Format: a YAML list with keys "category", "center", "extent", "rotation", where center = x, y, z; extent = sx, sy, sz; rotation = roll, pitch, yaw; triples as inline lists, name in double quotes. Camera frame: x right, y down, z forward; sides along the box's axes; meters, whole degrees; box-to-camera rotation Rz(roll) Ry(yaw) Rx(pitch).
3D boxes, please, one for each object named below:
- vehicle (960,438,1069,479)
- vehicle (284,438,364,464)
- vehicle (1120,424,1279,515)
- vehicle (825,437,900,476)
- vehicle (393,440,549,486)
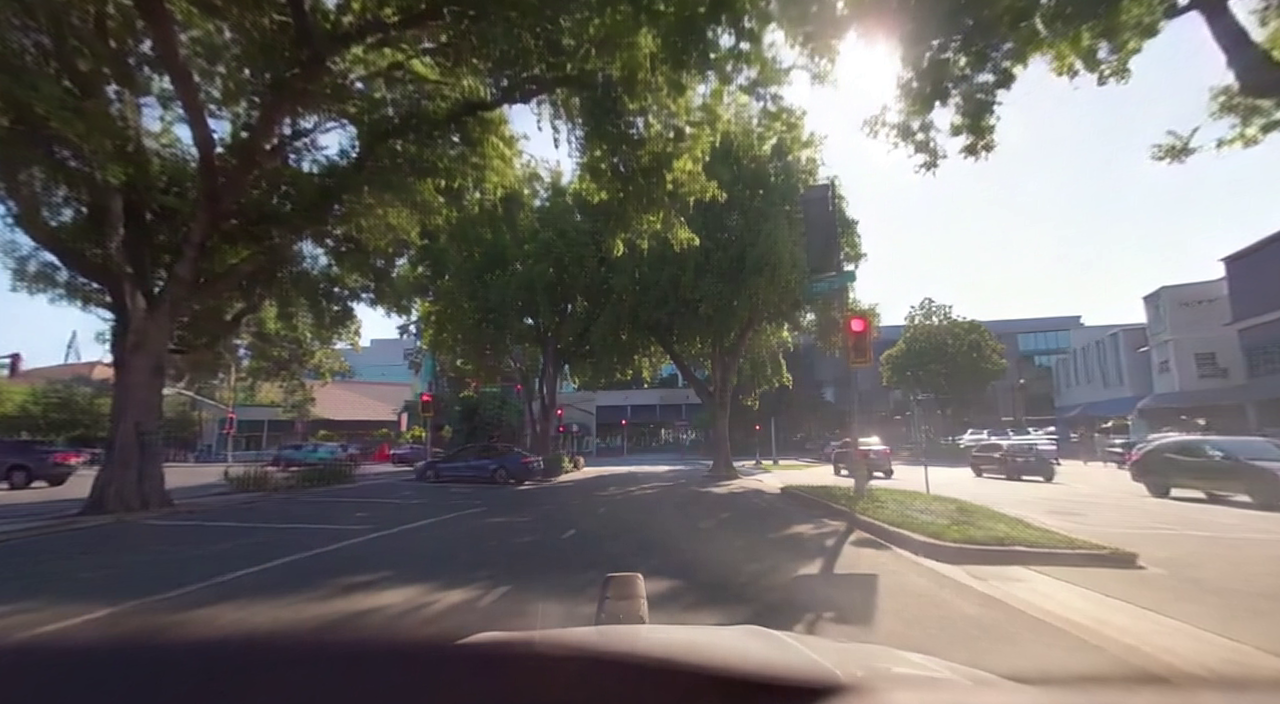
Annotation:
- category: "vehicle"
  center: [14.918, 4.242, 25.492]
  extent: [1.951, 1.491, 4.359]
  rotation: [-1, -8, 4]
- category: "vehicle"
  center: [-22.306, 7.017, 44.815]
  extent: [4.906, 1.784, 1.913]
  rotation: [3, -9, -23]
- category: "vehicle"
  center: [12.770, 2.458, 13.692]
  extent: [1.921, 1.657, 4.400]
  rotation: [-2, -9, 11]
- category: "vehicle"
  center: [9.473, 4.478, 27.295]
  extent: [2.061, 1.519, 4.794]
  rotation: [-1, -8, 8]
- category: "vehicle"
  center: [-5.832, 3.844, 22.075]
  extent: [4.792, 1.468, 2.116]
  rotation: [-2, -9, 11]
